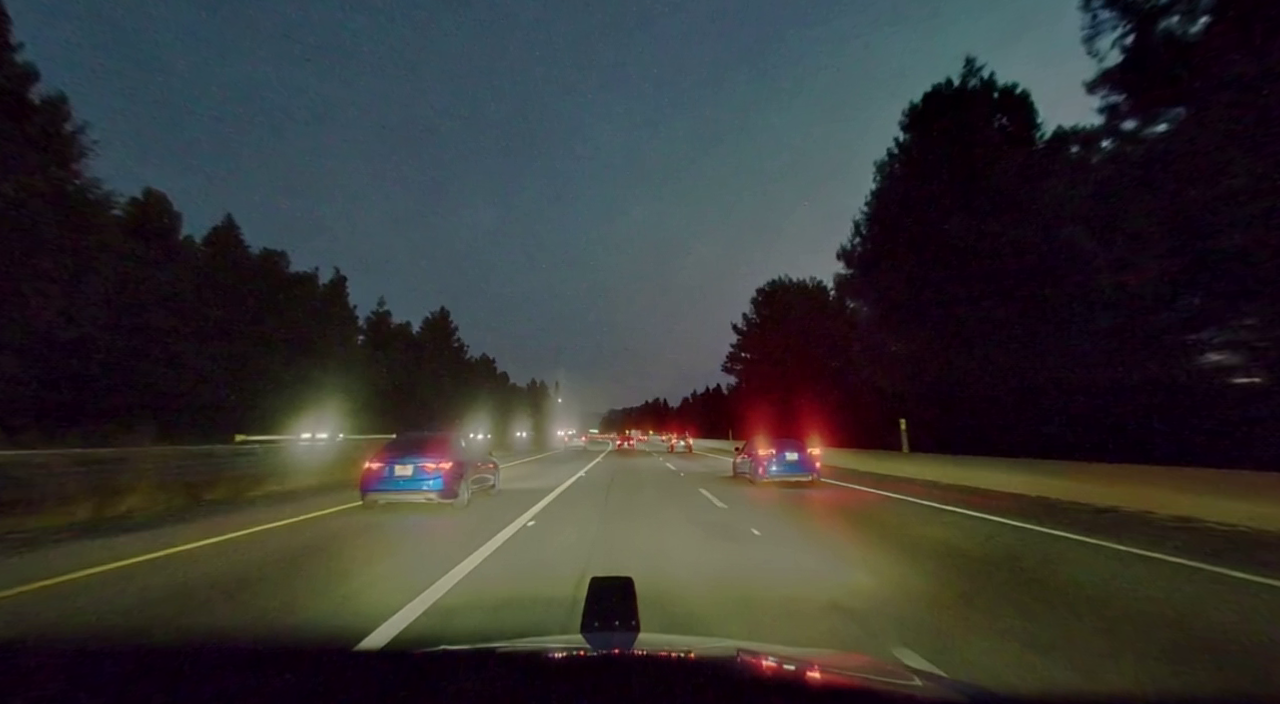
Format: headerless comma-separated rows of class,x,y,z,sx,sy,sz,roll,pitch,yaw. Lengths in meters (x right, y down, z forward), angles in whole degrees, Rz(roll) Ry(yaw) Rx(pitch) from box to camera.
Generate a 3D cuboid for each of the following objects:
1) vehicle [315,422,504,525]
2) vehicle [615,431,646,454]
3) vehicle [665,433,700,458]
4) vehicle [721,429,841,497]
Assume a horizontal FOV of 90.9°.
vehicle,-3.903,2.100,11.576,1.941,1.529,4.111,0,-8,-1
vehicle,-0.777,6.923,48.373,2.191,1.727,3.981,0,-8,-3
vehicle,2.716,6.039,41.018,1.883,1.536,3.792,0,-8,-2
vehicle,3.405,2.731,16.014,1.986,1.488,3.867,0,-8,-3
